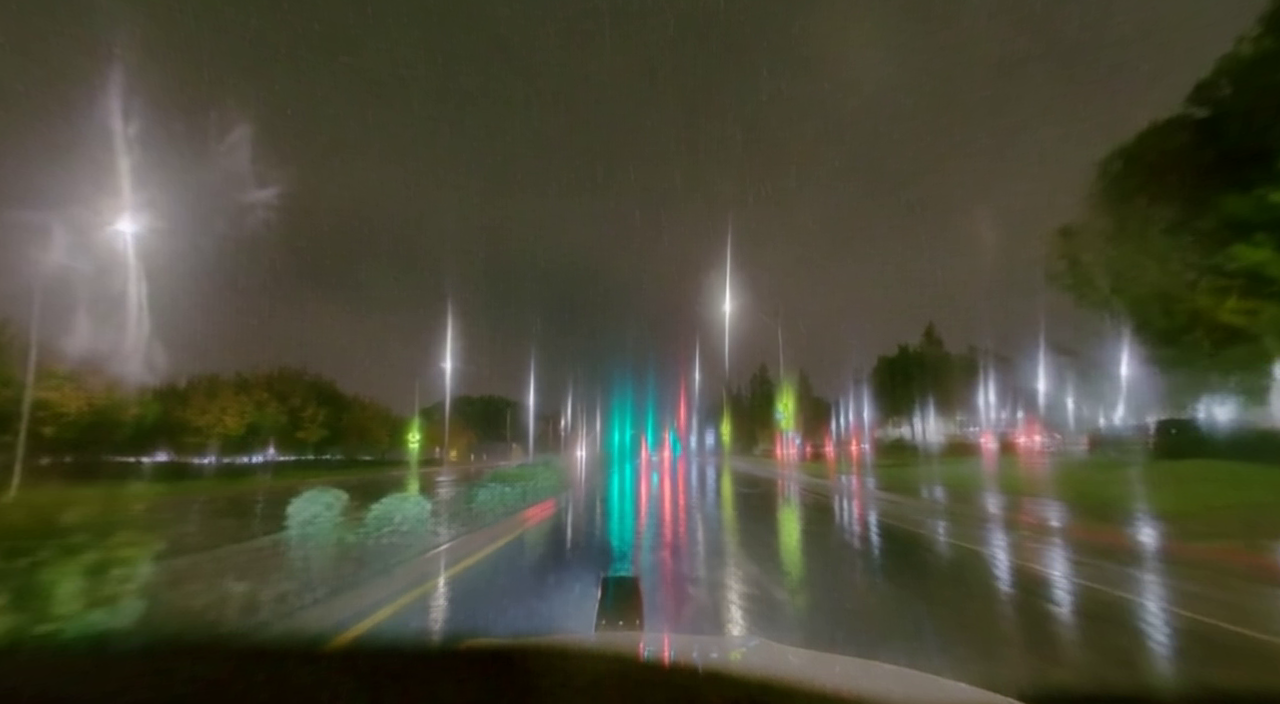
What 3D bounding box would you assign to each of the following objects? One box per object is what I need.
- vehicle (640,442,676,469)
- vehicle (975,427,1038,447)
[{"bbox_3d":[1.136,6.709,41.005,2.158,1.600,3.865,-1,-9,1],"label":"vehicle"},{"bbox_3d":[28.670,6.715,49.597,1.847,1.451,4.470,1,-8,-7],"label":"vehicle"}]
